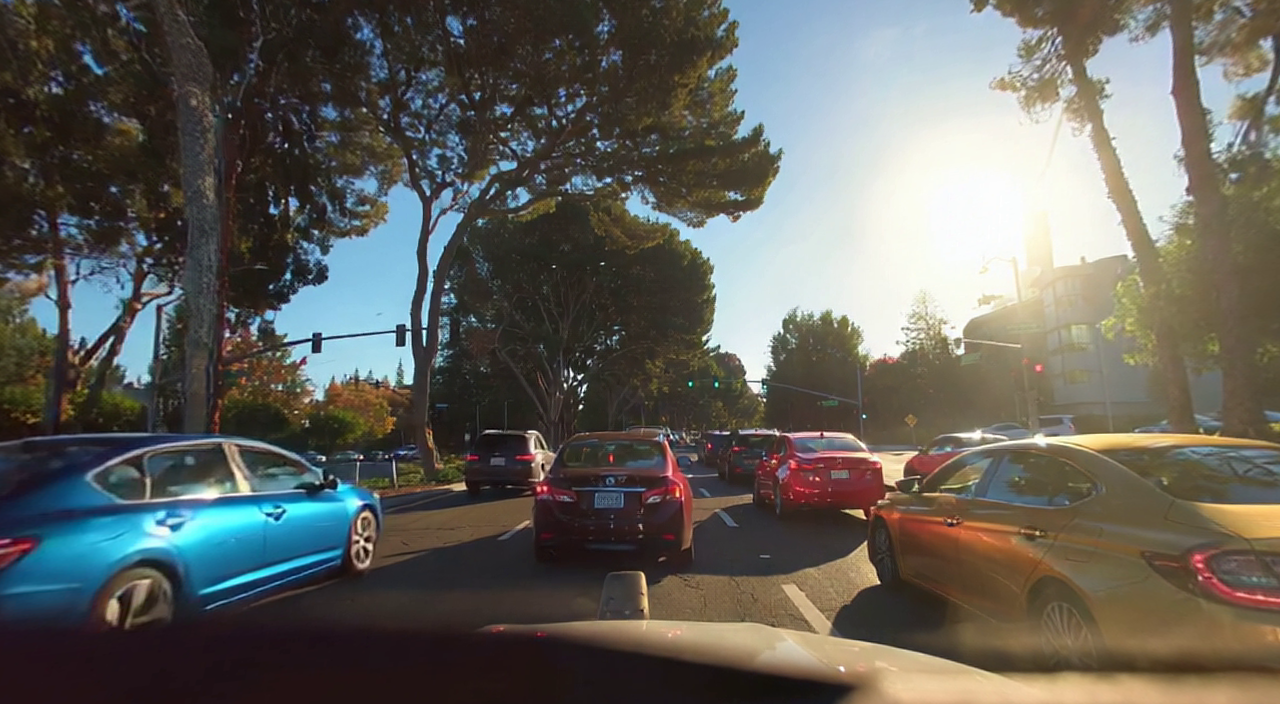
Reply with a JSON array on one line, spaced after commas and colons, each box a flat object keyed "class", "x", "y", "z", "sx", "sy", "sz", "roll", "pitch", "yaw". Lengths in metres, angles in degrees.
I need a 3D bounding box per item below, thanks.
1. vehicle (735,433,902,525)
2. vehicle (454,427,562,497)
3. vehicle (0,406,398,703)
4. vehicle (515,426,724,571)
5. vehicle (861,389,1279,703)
[{"class": "vehicle", "x": 3.193, "y": 2.335, "z": 12.321, "sx": 1.975, "sy": 1.460, "sz": 4.357, "roll": 0, "pitch": -8, "yaw": 0}, {"class": "vehicle", "x": -3.559, "y": 3.057, "z": 17.833, "sx": 1.961, "sy": 1.714, "sz": 4.268, "roll": -1, "pitch": -8, "yaw": 2}, {"class": "vehicle", "x": -3.680, "y": 1.295, "z": 4.829, "sx": 1.935, "sy": 1.482, "sz": 4.433, "roll": 0, "pitch": -8, "yaw": -1}, {"class": "vehicle", "x": -0.229, "y": 1.803, "z": 8.485, "sx": 2.147, "sy": 1.479, "sz": 3.803, "roll": 0, "pitch": -8, "yaw": -1}, {"class": "vehicle", "x": 3.144, "y": 1.150, "z": 4.049, "sx": 1.903, "sy": 1.480, "sz": 4.270, "roll": 0, "pitch": -8, "yaw": 0}]
